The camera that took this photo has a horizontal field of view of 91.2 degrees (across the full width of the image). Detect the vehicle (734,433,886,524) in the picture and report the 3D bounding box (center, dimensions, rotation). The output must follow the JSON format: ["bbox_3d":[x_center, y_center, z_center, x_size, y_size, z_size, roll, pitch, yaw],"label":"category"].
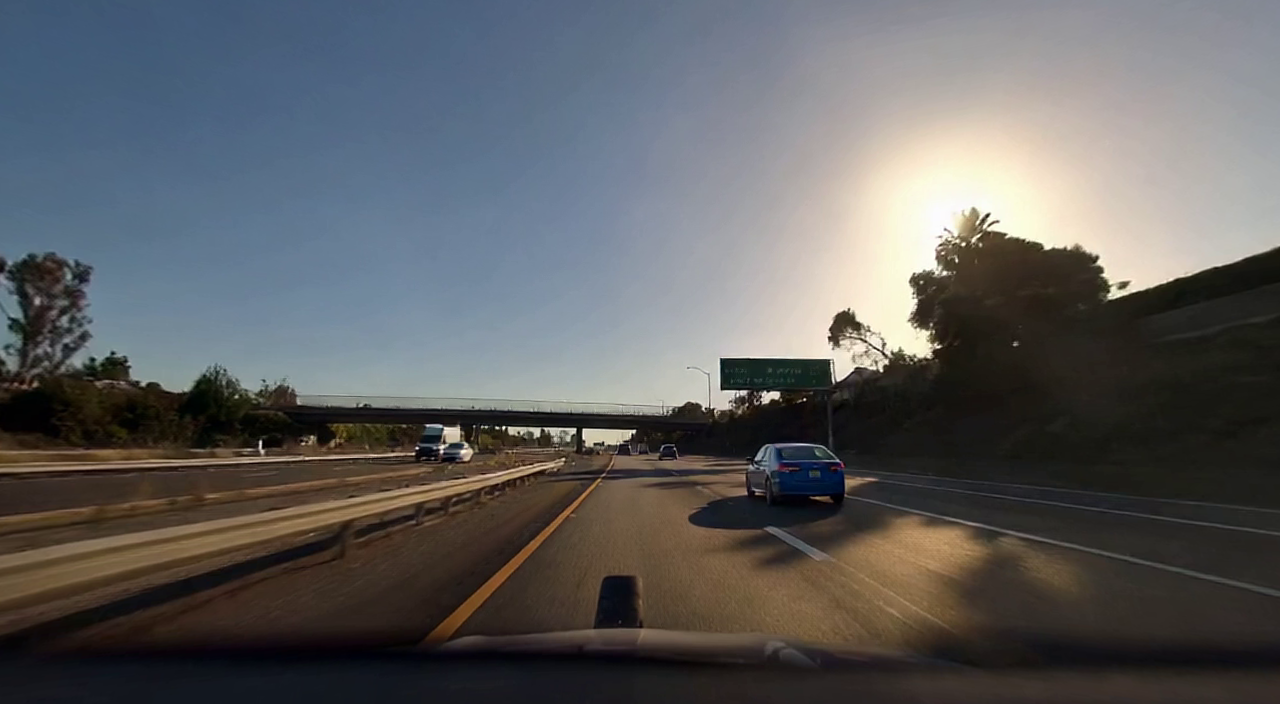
[{"bbox_3d":[3.405,2.632,13.563,2.002,1.604,4.265,0,-9,-1],"label":"vehicle"}]

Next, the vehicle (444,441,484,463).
[{"bbox_3d":[-12.966,7.405,46.444,1.859,1.584,3.912,0,-9,-1],"label":"vehicle"}]
